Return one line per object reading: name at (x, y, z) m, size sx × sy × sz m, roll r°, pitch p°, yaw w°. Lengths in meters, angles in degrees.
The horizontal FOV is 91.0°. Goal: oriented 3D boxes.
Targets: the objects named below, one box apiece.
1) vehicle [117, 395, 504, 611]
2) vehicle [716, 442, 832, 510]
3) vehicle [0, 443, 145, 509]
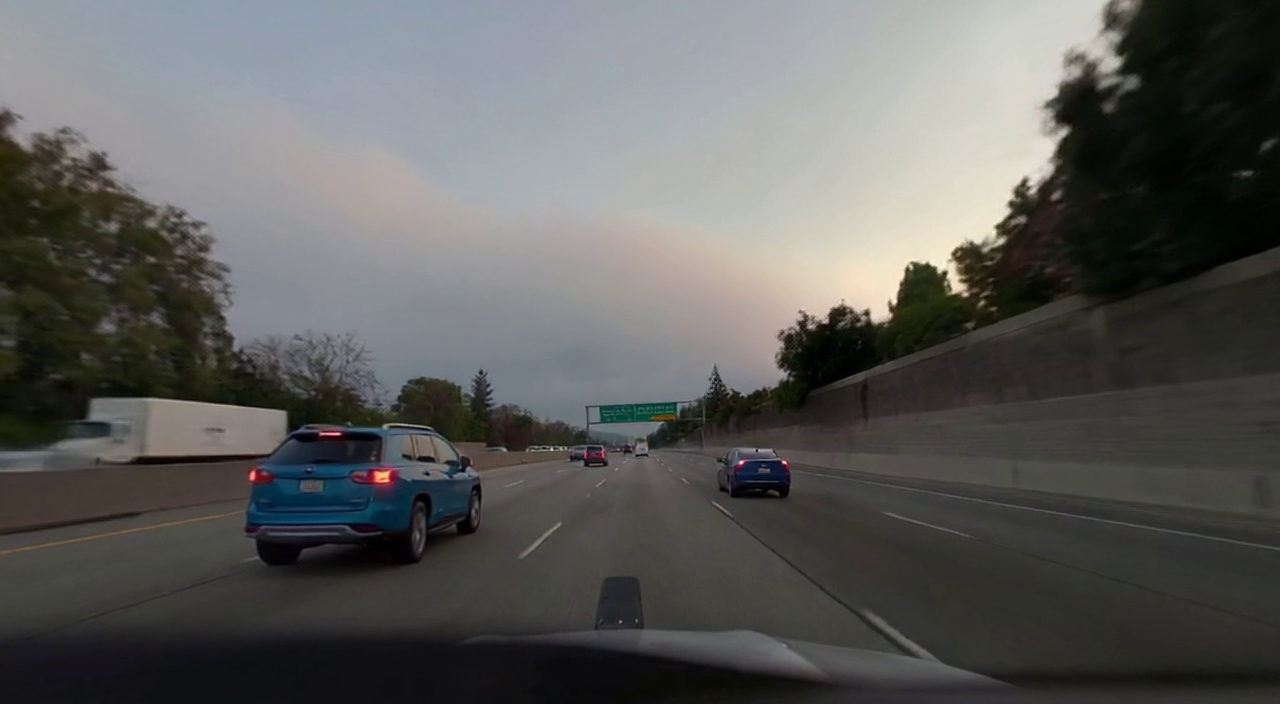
vehicle at (-3.203, 1.568, 7.482) m, size 2.137 × 1.756 × 4.453 m, roll 0°, pitch -8°, yaw 0°
vehicle at (3.211, 3.044, 15.988) m, size 1.979 × 1.486 × 4.125 m, roll 1°, pitch -8°, yaw -1°
vehicle at (-18.217, 3.632, 18.986) m, size 2.096 × 1.754 × 5.401 m, roll 0°, pitch -8°, yaw 1°
